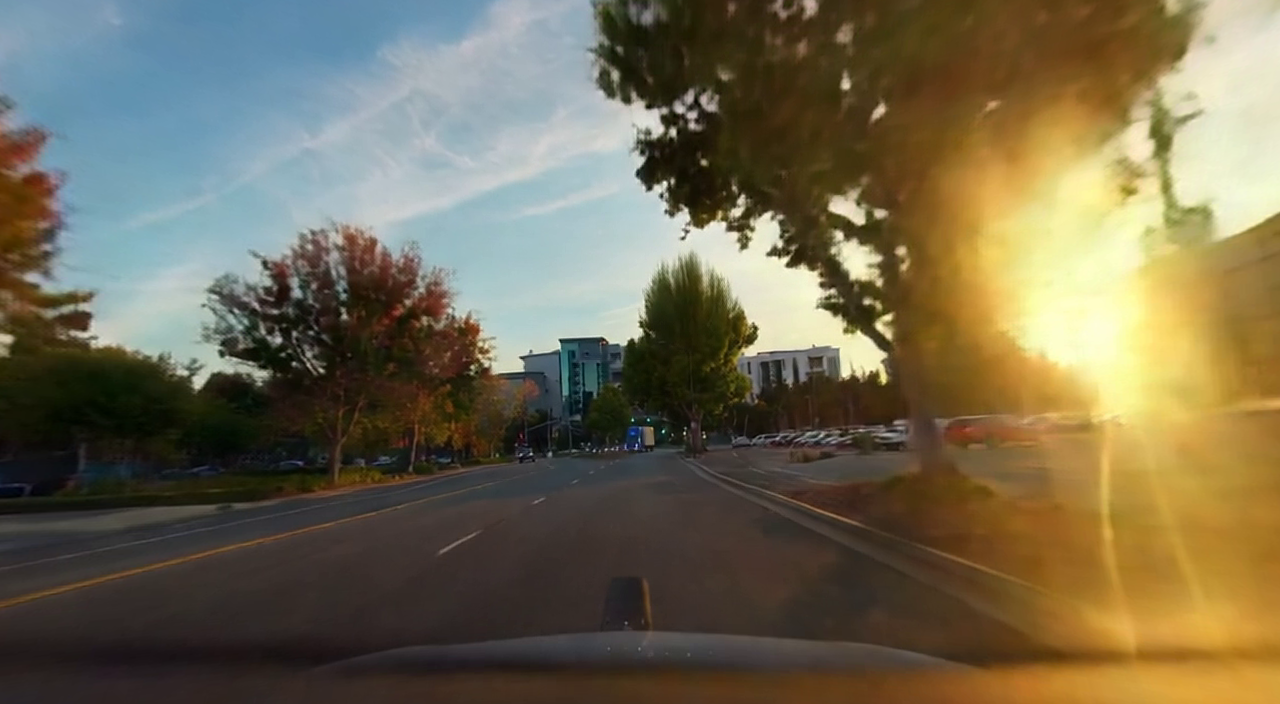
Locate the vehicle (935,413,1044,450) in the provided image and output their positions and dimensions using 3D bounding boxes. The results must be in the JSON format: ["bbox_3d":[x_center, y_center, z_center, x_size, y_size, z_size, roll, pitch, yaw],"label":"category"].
[{"bbox_3d":[17.769,4.075,32.093,4.653,1.782,2.042,2,-9,-16],"label":"vehicle"}]

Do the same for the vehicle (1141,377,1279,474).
[{"bbox_3d":[13.212,1.520,12.785,4.358,1.796,1.995,0,-9,-2],"label":"vehicle"}]

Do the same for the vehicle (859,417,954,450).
[{"bbox_3d":[16.905,5.212,40.117,5.051,2.038,2.142,1,-9,-9],"label":"vehicle"}]
